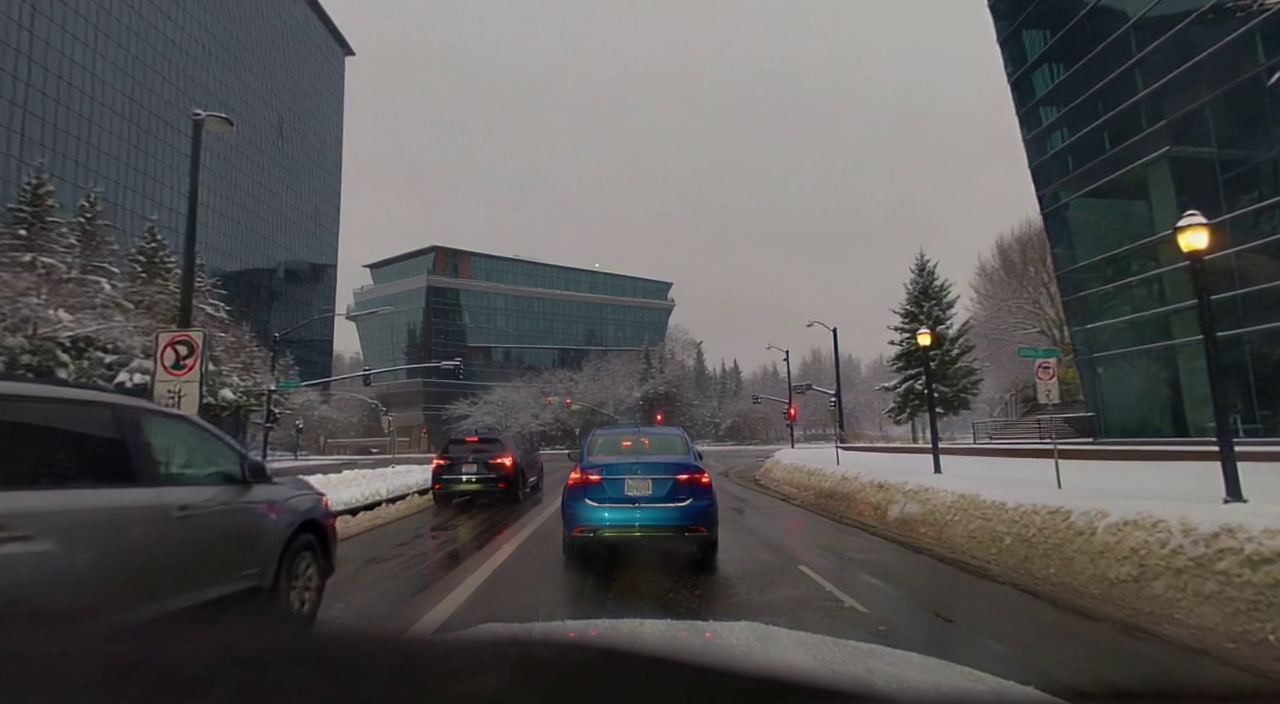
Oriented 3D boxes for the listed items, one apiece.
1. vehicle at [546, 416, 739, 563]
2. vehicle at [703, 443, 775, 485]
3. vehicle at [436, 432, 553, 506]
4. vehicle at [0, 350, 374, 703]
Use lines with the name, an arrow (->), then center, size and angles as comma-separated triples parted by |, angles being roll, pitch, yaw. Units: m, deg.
vehicle -> 0.011, 1.888, 9.398 | 2.207, 1.659, 4.155 | 0, -8, 0
vehicle -> 3.713, 4.267, 24.448 | 2.082, 1.445, 4.426 | 0, -8, 0
vehicle -> -3.621, 2.992, 16.594 | 2.068, 1.678, 4.199 | 0, -8, 0
vehicle -> -3.574, 1.020, 3.678 | 2.083, 1.691, 4.398 | 0, -8, 1
